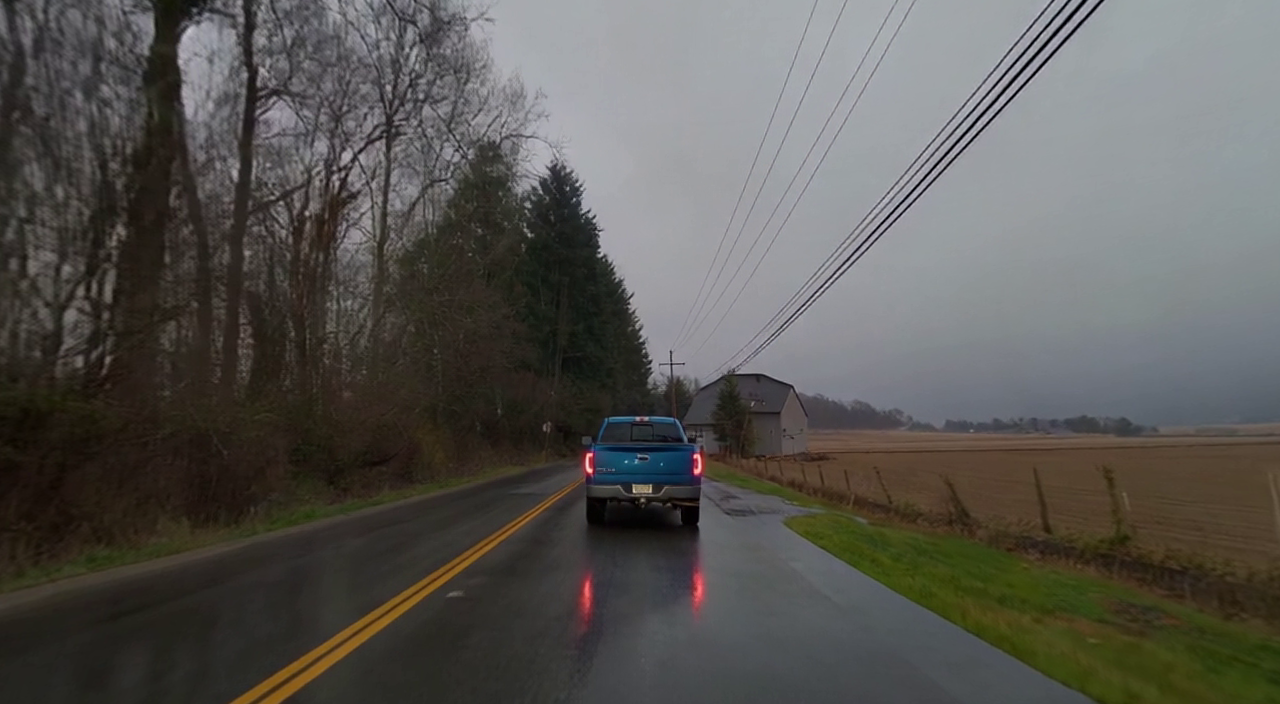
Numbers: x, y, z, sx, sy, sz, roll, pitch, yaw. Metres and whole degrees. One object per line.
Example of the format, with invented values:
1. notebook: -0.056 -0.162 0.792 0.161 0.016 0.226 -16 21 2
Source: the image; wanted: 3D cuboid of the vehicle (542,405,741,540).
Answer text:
1. vehicle: -0.048 2.108 11.819 2.774 1.861 5.885 0 -8 -1
